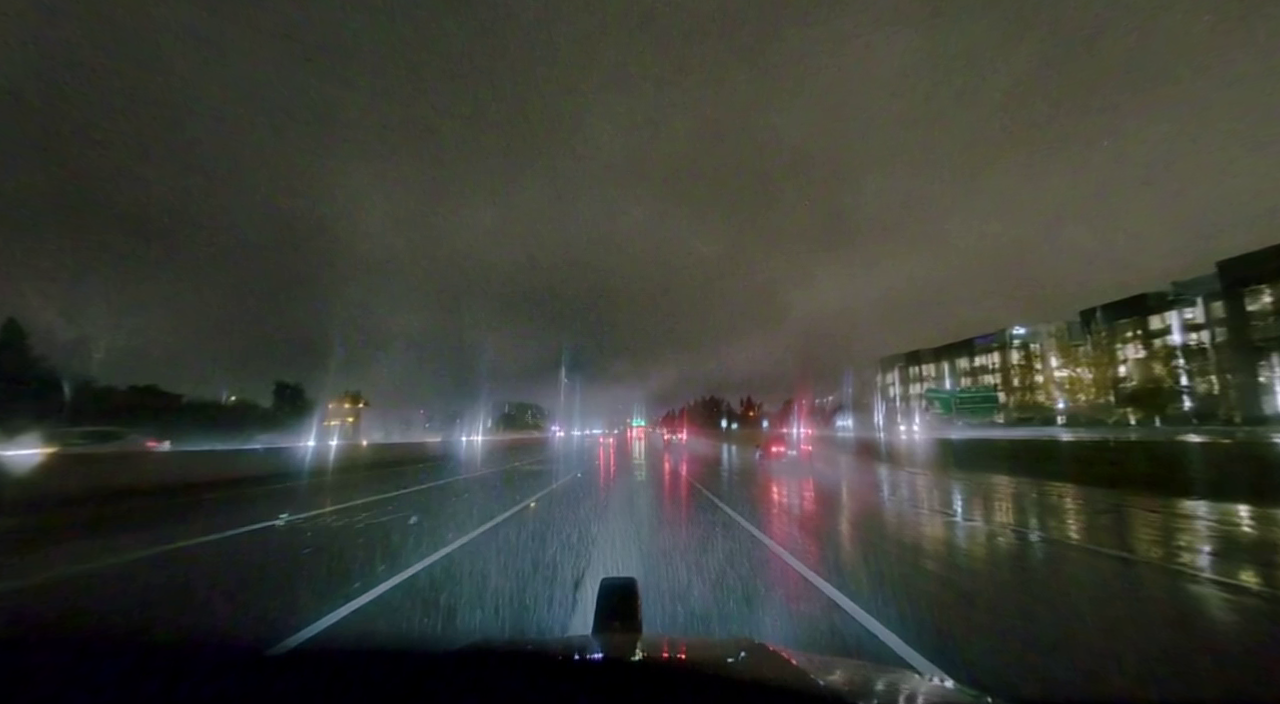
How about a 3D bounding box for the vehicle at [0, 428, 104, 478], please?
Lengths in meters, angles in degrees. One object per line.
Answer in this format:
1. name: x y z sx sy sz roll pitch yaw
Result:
1. vehicle: -20.945 3.381 21.220 1.909 1.541 4.261 0 -8 0
